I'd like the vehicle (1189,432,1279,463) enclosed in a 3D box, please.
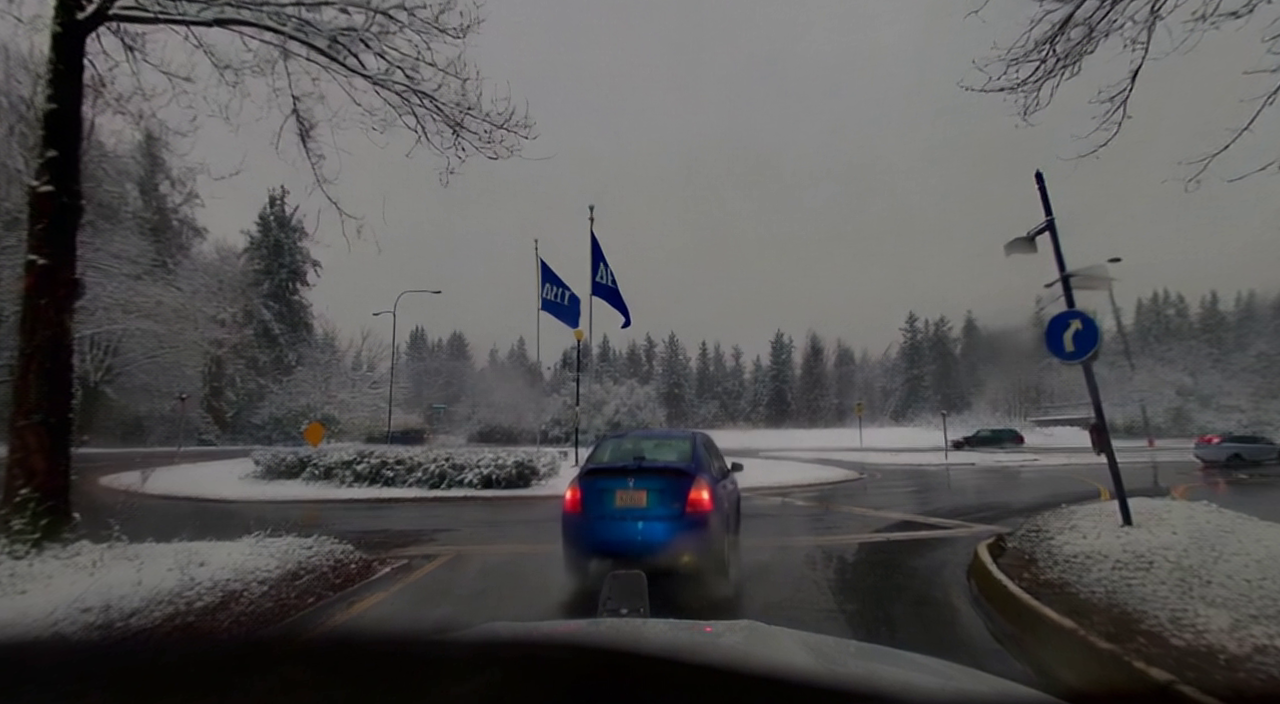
[{"bbox_3d":[35.150,5.554,36.748,4.485,1.691,2.132,1,-9,-7],"label":"vehicle"}]

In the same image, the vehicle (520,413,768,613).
[{"bbox_3d":[0.292,1.645,7.312,2.078,1.607,4.010,-2,-9,8],"label":"vehicle"}]
